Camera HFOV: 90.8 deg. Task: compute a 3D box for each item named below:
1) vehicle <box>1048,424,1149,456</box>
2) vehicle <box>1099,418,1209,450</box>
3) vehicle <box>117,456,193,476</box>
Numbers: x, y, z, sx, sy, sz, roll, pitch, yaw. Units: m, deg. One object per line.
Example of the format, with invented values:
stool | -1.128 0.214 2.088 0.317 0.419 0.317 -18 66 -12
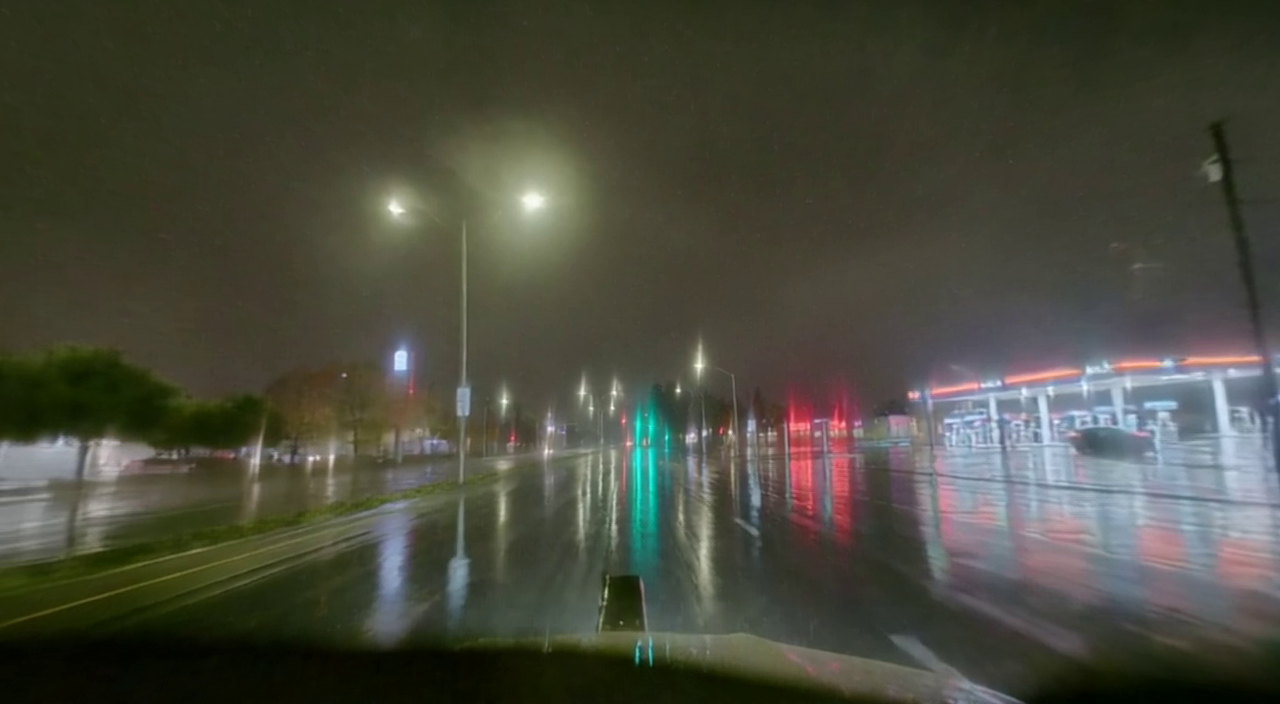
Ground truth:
vehicle | 23.066 4.527 32.027 1.747 1.371 4.368 -3 -10 0
vehicle | 25.730 4.179 31.853 1.870 1.467 4.401 0 -8 1
vehicle | -35.346 8.305 46.104 4.209 1.441 1.793 -1 -9 5
